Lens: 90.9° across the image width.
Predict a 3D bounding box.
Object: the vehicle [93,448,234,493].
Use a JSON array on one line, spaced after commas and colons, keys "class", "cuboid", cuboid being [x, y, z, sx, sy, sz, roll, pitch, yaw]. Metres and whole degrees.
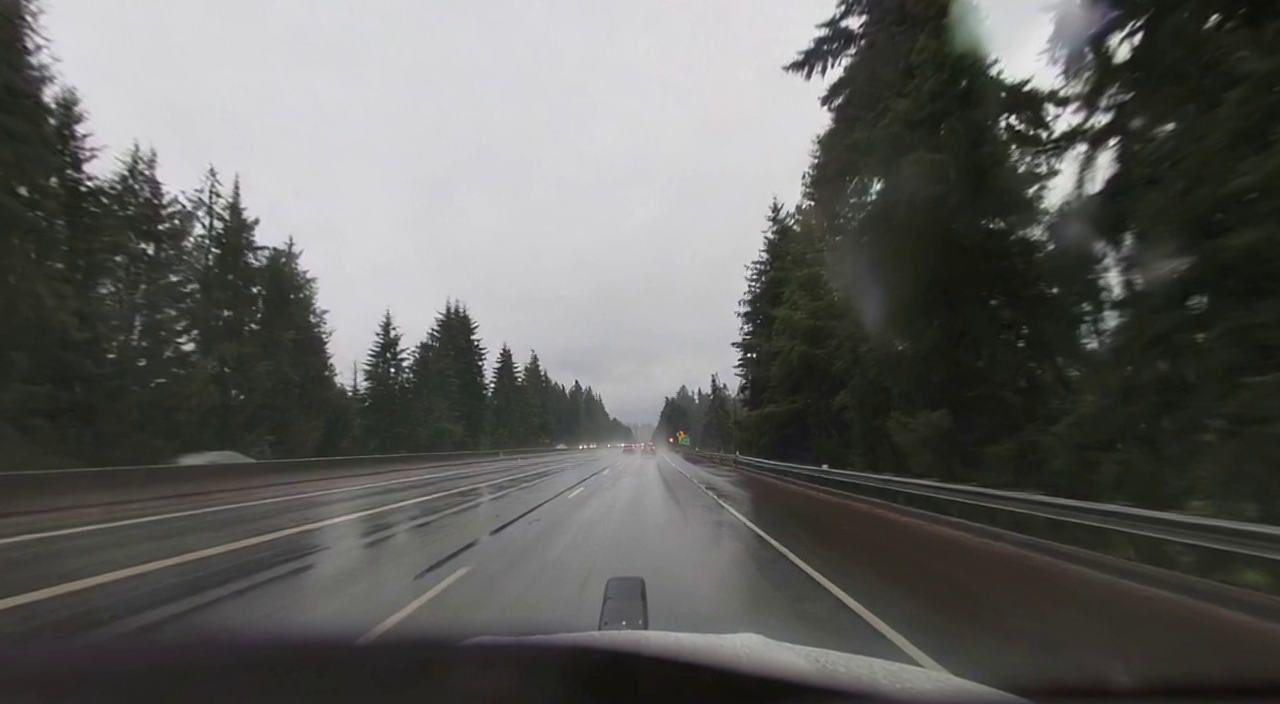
[{"class": "vehicle", "cuboid": [-17.026, 4.220, 22.836, 1.787, 1.420, 4.130, 0, -8, 1]}]
